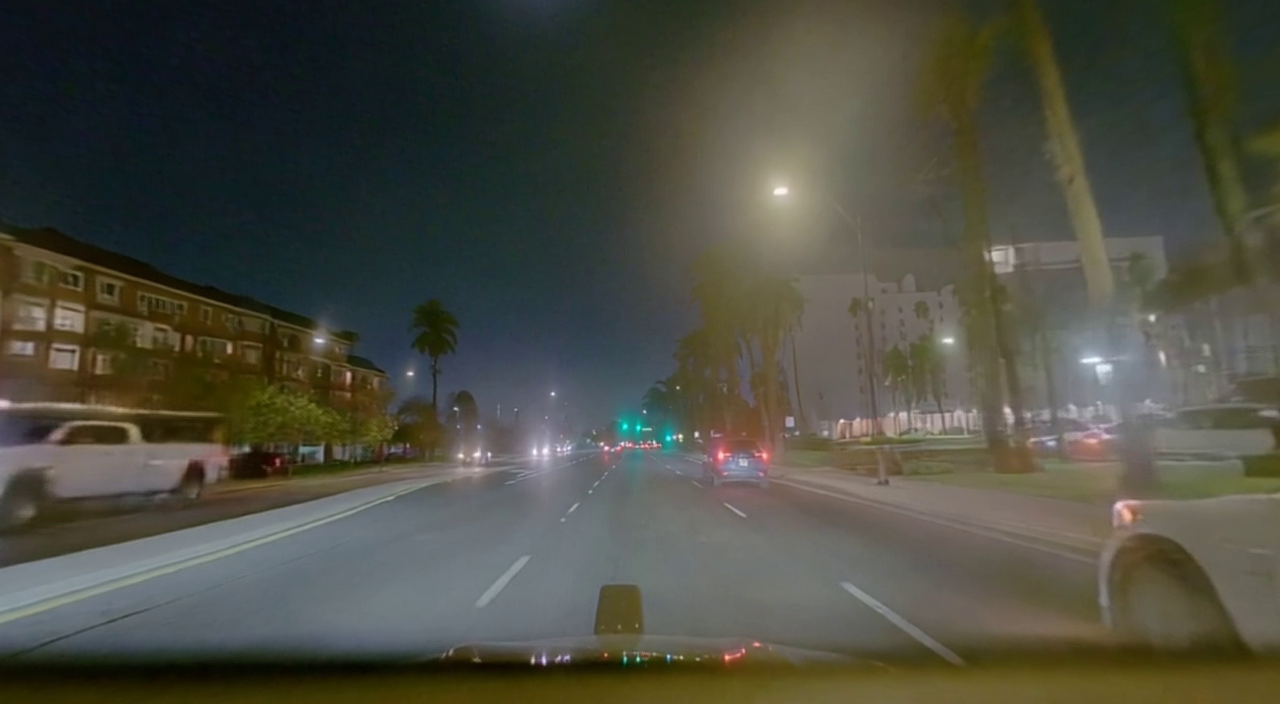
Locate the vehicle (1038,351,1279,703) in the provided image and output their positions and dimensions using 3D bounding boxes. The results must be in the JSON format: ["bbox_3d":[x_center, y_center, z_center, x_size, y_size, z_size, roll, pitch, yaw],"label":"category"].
[{"bbox_3d":[3.632,0.748,1.890,2.084,1.682,4.148,0,-8,-1],"label":"vehicle"}]

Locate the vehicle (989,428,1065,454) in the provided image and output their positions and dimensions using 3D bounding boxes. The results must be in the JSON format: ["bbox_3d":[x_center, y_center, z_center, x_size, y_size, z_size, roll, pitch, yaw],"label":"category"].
[{"bbox_3d":[23.973,5.561,39.130,1.795,1.516,3.829,2,-9,-13],"label":"vehicle"}]

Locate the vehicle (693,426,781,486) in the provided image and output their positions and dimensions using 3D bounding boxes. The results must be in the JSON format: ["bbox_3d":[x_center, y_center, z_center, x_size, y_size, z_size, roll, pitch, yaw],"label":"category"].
[{"bbox_3d":[3.330,3.708,22.696,2.244,1.901,4.561,0,-8,-3],"label":"vehicle"}]

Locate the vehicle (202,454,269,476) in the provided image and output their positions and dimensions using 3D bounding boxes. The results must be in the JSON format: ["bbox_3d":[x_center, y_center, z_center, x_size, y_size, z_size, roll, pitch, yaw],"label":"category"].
[{"bbox_3d":[-30.066,8.403,46.964,1.820,1.454,4.709,0,-8,0],"label":"vehicle"}]

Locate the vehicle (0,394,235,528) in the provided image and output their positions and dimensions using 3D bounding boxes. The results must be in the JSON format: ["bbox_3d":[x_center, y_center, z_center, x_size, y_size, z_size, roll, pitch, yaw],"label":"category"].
[{"bbox_3d":[-15.293,2.898,17.230,3.083,2.852,7.976,0,-8,0],"label":"vehicle"}]
